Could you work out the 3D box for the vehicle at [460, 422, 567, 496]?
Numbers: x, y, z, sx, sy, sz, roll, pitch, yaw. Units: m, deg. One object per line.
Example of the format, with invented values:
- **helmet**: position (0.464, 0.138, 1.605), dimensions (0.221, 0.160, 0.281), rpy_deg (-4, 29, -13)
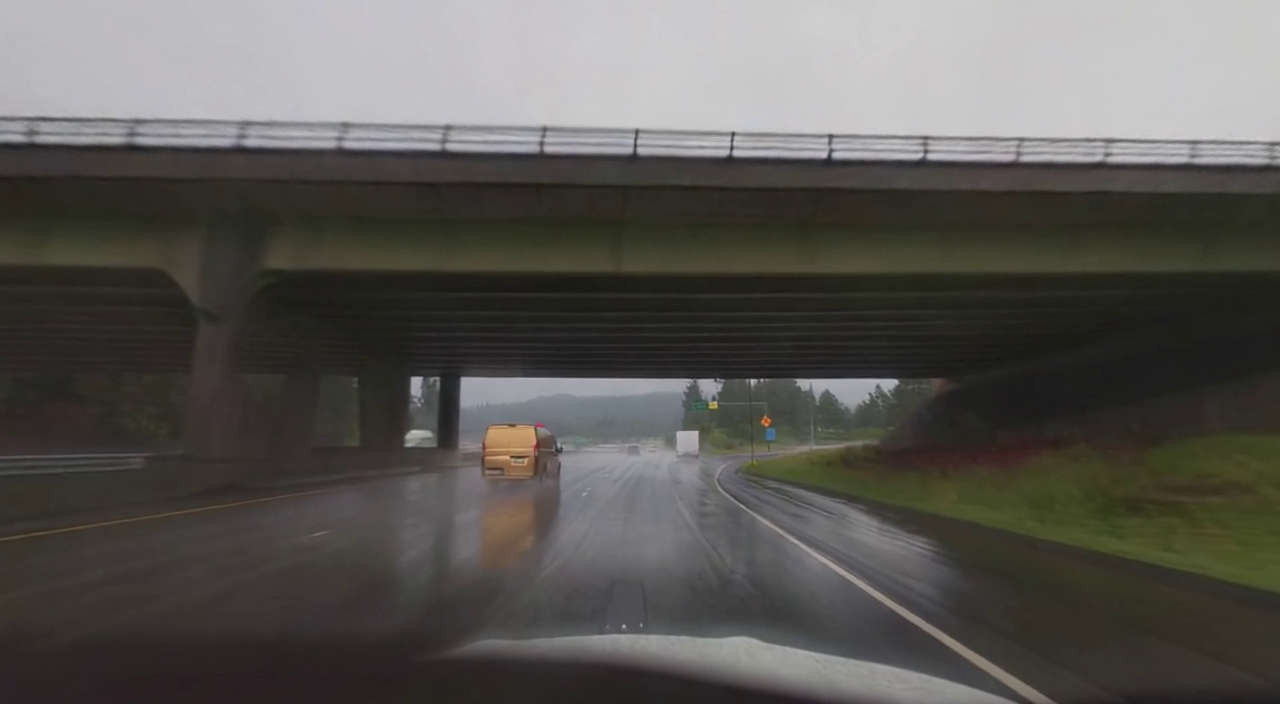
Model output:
- **vehicle**: position (-3.668, 3.252, 19.327), dimensions (2.167, 1.929, 5.037), rpy_deg (0, -9, 1)
